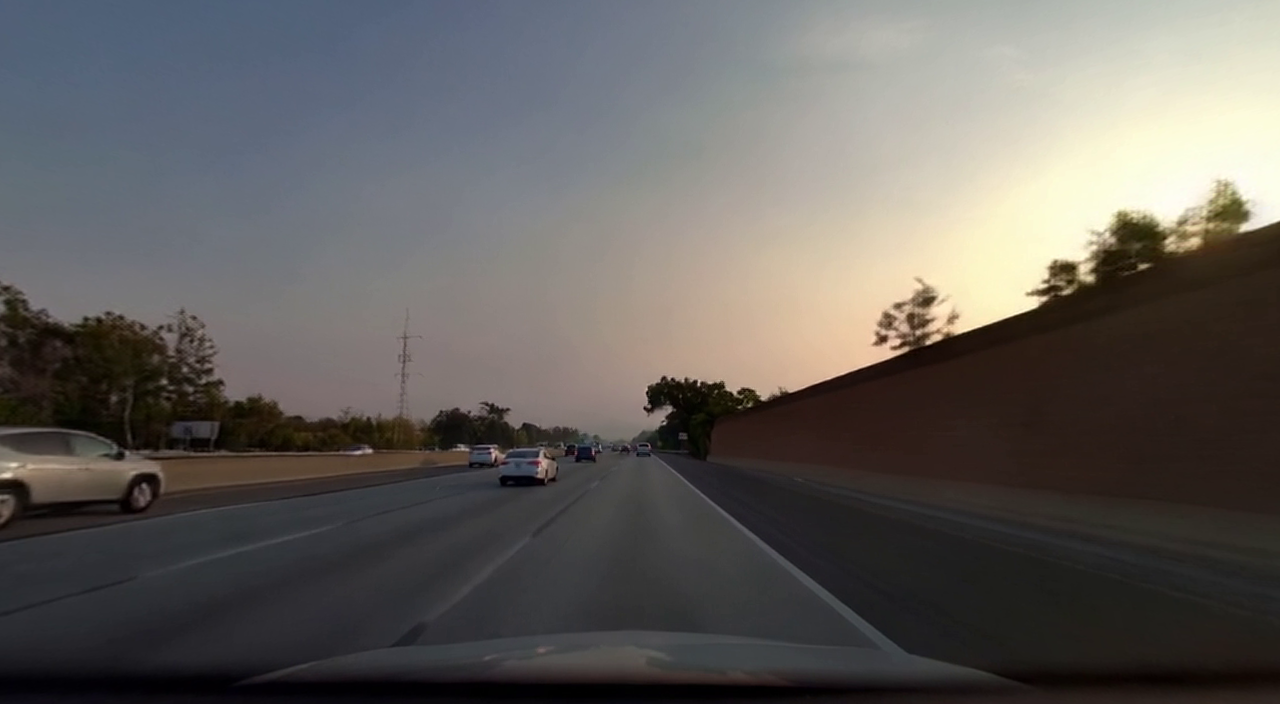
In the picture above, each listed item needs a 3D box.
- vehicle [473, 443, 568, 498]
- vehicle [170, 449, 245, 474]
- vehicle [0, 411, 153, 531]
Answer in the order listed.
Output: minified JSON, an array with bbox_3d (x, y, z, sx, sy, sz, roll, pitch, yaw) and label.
[{"bbox_3d":[-3.591,3.640,19.828,1.945,1.484,4.803,0,-8,1],"label":"vehicle"},{"bbox_3d":[-28.678,7.244,41.841,1.866,1.513,4.363,0,-8,0],"label":"vehicle"},{"bbox_3d":[-11.014,1.894,10.038,2.207,1.834,5.255,0,-8,0],"label":"vehicle"}]
